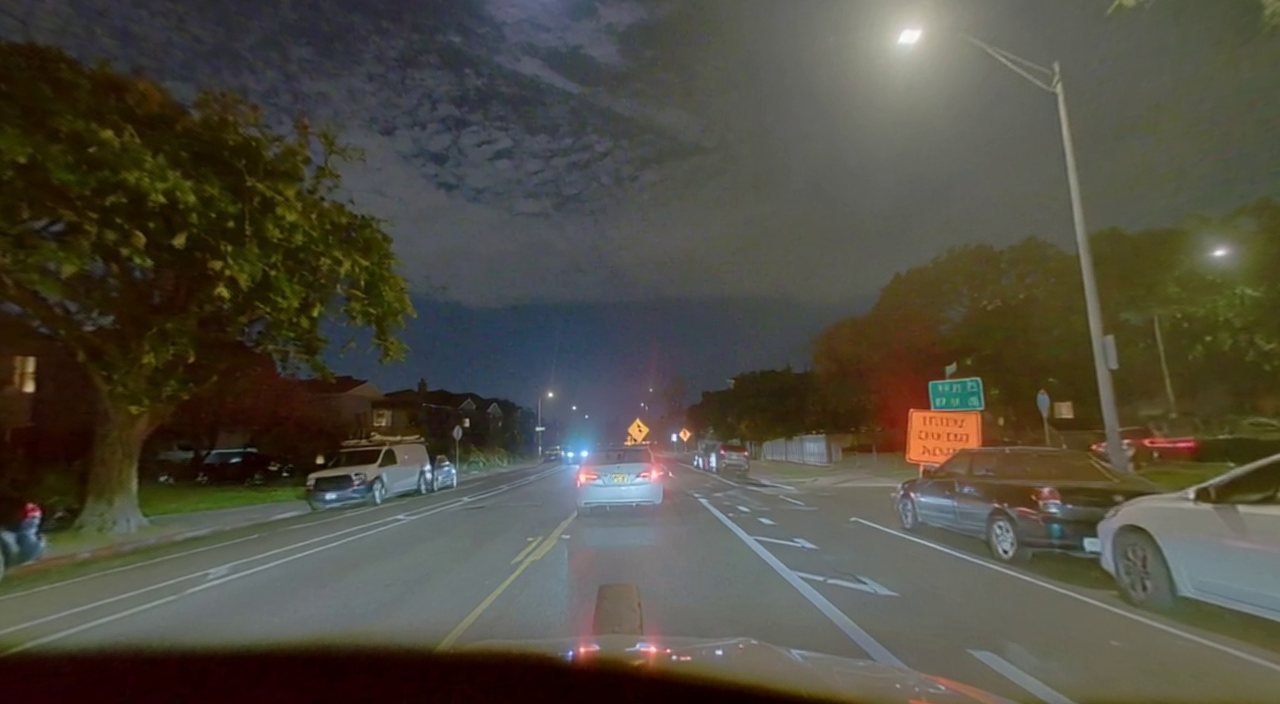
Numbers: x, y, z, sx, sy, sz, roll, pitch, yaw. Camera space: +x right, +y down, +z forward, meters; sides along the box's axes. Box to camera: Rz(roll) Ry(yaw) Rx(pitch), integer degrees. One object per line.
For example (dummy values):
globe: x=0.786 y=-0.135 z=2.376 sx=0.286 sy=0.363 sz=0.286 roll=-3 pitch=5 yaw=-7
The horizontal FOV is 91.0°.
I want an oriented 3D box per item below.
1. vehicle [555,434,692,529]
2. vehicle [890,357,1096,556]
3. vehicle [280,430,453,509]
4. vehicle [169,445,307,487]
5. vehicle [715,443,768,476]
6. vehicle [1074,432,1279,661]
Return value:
vehicle: x=-0.239 y=2.358 z=12.065 sx=2.151 sy=1.481 sz=4.084 roll=0 pitch=-9 yaw=1
vehicle: x=5.272 y=1.577 z=9.828 sx=1.409 sy=2.648 sz=2.645 roll=1 pitch=-9 yaw=-4
vehicle: x=-8.150 y=3.563 z=19.727 sx=2.659 sy=2.047 sz=6.014 roll=0 pitch=-9 yaw=0
vehicle: x=-16.637 y=4.726 z=26.218 sx=4.468 sy=1.517 sz=1.796 roll=-1 pitch=-9 yaw=-2
vehicle: x=4.917 y=5.268 z=30.990 sx=1.985 sy=1.481 sz=4.116 roll=0 pitch=-9 yaw=1
vehicle: x=5.109 y=1.203 z=3.654 sx=1.864 sy=1.480 sz=4.587 roll=0 pitch=-9 yaw=-1
